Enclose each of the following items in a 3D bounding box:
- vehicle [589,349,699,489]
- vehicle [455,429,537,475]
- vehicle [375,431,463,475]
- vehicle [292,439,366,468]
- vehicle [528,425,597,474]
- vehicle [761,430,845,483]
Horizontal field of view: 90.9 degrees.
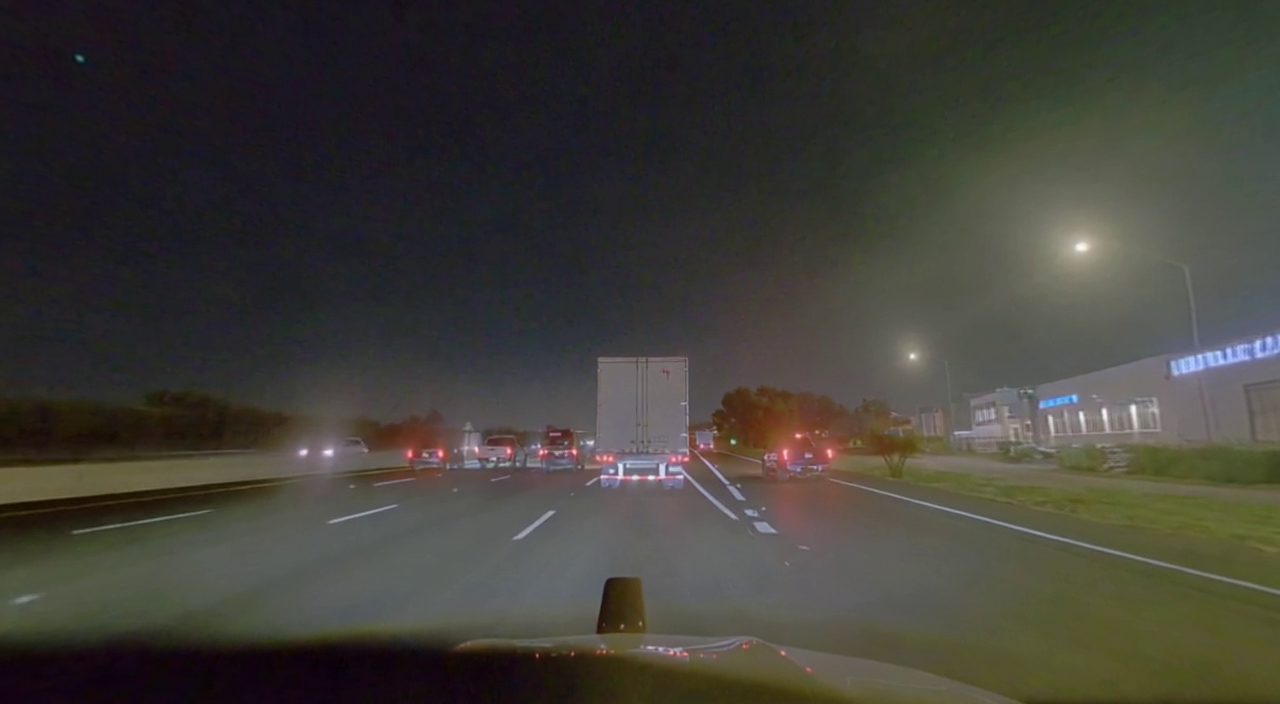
[{"bbox_3d":[0.024,2.552,22.107,2.941,3.794,9.851,0,-9,-1],"label":"vehicle"},{"bbox_3d":[-6.824,4.832,30.653,2.479,1.978,5.952,0,-9,1],"label":"vehicle"},{"bbox_3d":[-10.500,4.870,30.587,2.089,1.885,5.888,0,-9,0],"label":"vehicle"},{"bbox_3d":[-17.498,5.731,35.689,1.944,1.488,4.297,0,-9,0],"label":"vehicle"},{"bbox_3d":[-3.470,4.579,29.665,2.379,2.075,6.169,0,-9,1],"label":"vehicle"},{"bbox_3d":[6.140,4.008,24.403,2.137,1.796,4.817,0,-9,3],"label":"vehicle"}]
